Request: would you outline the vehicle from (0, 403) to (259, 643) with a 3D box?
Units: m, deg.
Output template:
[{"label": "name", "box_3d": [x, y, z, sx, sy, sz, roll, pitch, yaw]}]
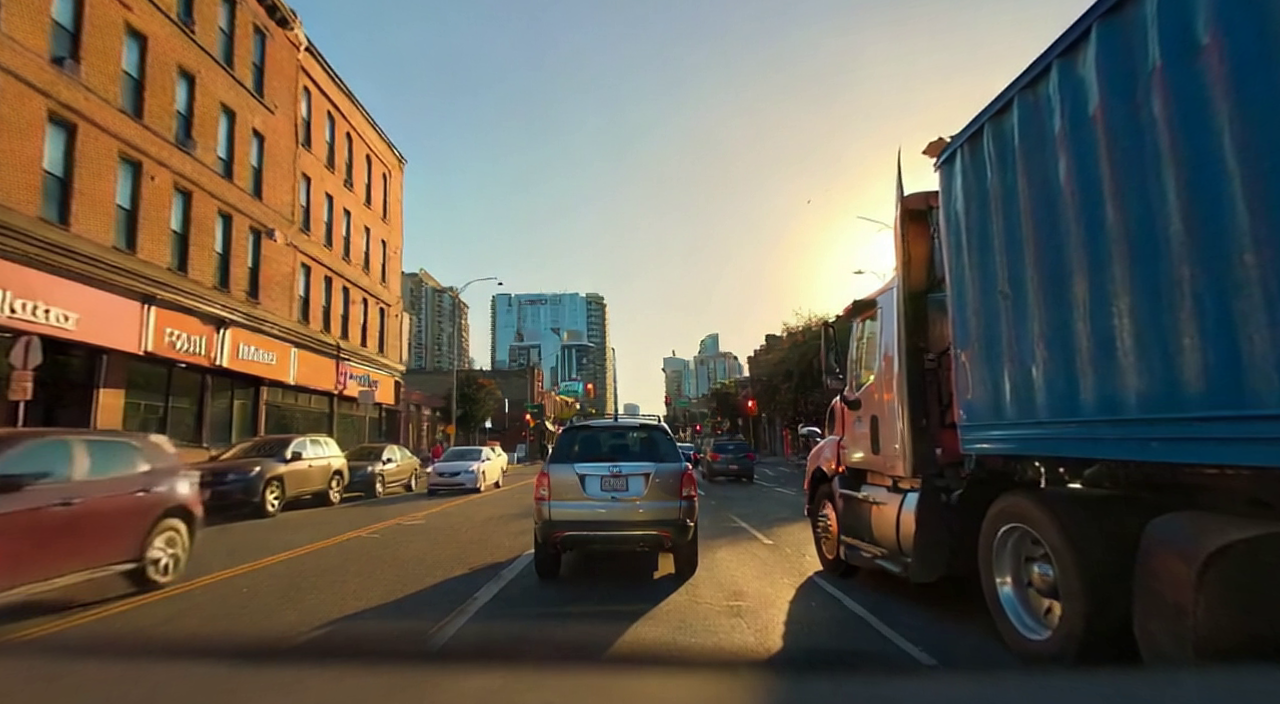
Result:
[{"label": "vehicle", "box_3d": [-5.700, 1.426, 5.656, 1.960, 1.736, 4.255, -1, -8, -1]}]

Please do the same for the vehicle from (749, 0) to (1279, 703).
[{"label": "vehicle", "box_3d": [2.910, 0.023, 3.208, 2.913, 3.771, 9.716, 0, -8, 0]}]

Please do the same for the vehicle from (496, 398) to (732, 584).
[{"label": "vehicle", "box_3d": [-0.247, 1.684, 8.468, 2.283, 1.783, 4.548, 0, -8, 0]}]

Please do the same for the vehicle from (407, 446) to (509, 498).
[{"label": "vehicle", "box_3d": [-5.717, 3.798, 20.476, 1.997, 1.467, 4.373, -1, -8, 0]}]
